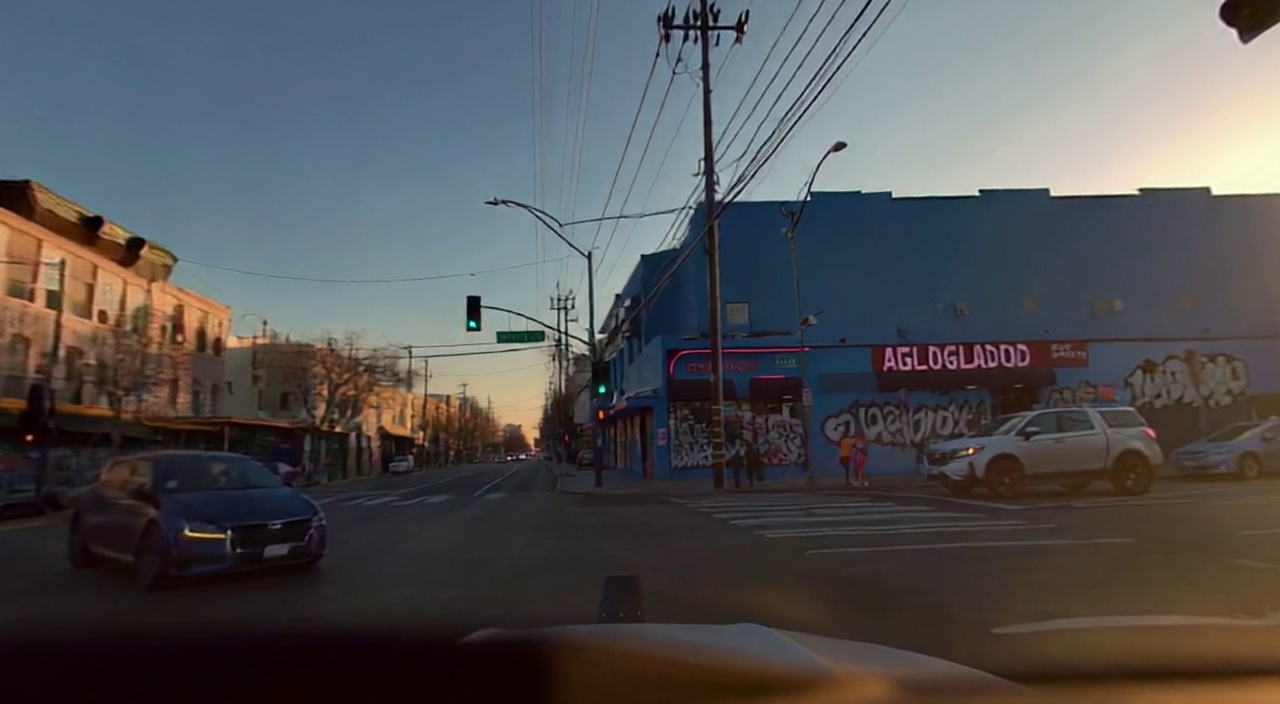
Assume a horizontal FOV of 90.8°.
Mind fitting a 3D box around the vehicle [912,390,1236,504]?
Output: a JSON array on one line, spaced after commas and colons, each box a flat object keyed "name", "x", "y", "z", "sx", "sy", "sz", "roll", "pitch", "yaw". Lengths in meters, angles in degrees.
[{"name": "vehicle", "x": 8.503, "y": 1.884, "z": 12.686, "sx": 4.970, "sy": 1.972, "sz": 2.372, "roll": 1, "pitch": -9, "yaw": -11}]

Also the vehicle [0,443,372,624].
[{"name": "vehicle", "x": -5.436, "y": 1.805, "z": 7.309, "sx": 4.439, "sy": 1.457, "sz": 2.097, "roll": -6, "pitch": -10, "yaw": 33}]
